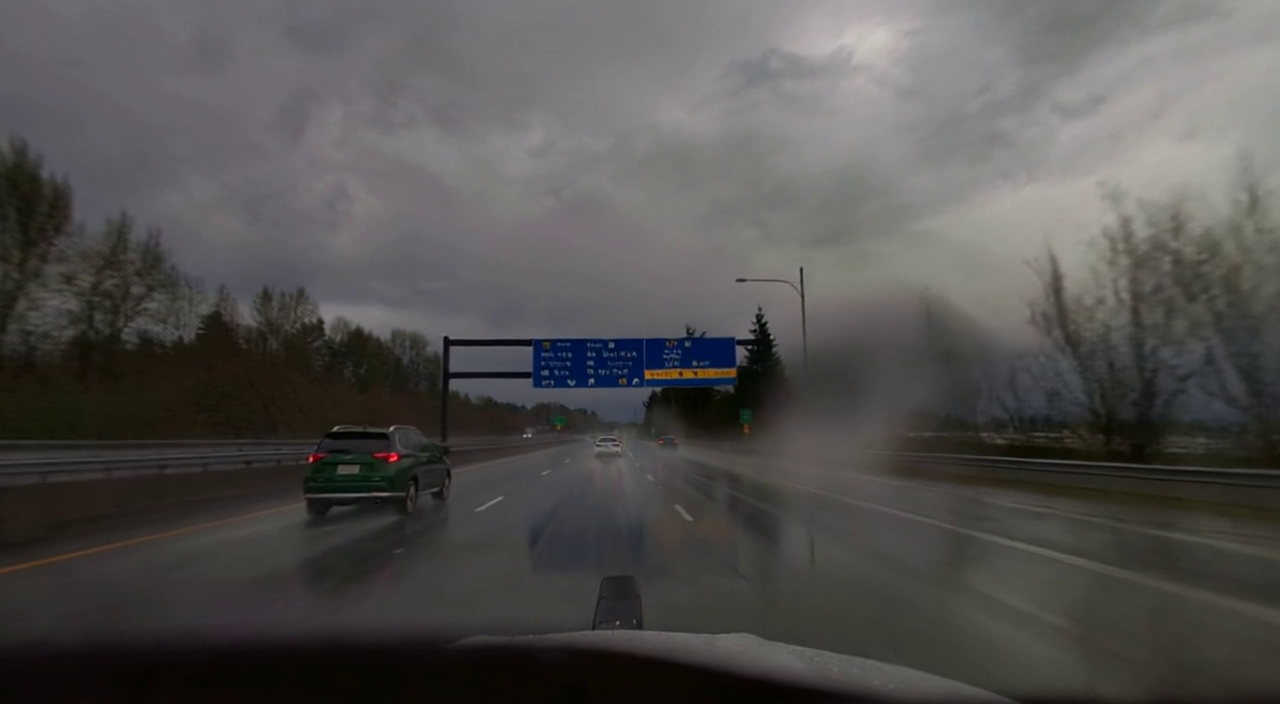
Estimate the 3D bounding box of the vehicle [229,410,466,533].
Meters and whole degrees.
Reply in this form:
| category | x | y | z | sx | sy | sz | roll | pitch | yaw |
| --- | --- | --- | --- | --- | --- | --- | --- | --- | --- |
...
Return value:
| category | x | y | z | sx | sy | sz | roll | pitch | yaw |
| --- | --- | --- | --- | --- | --- | --- | --- | --- | --- |
| vehicle | -4.709 | 1.973 | 11.087 | 2.111 | 1.689 | 4.505 | 0 | -8 | -2 |

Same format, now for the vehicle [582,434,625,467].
| category | x | y | z | sx | sy | sz | roll | pitch | yaw |
| --- | --- | --- | --- | --- | --- | --- | --- | --- | --- |
| vehicle | -1.767 | 4.837 | 31.113 | 2.010 | 1.534 | 4.013 | 0 | -8 | -2 |
